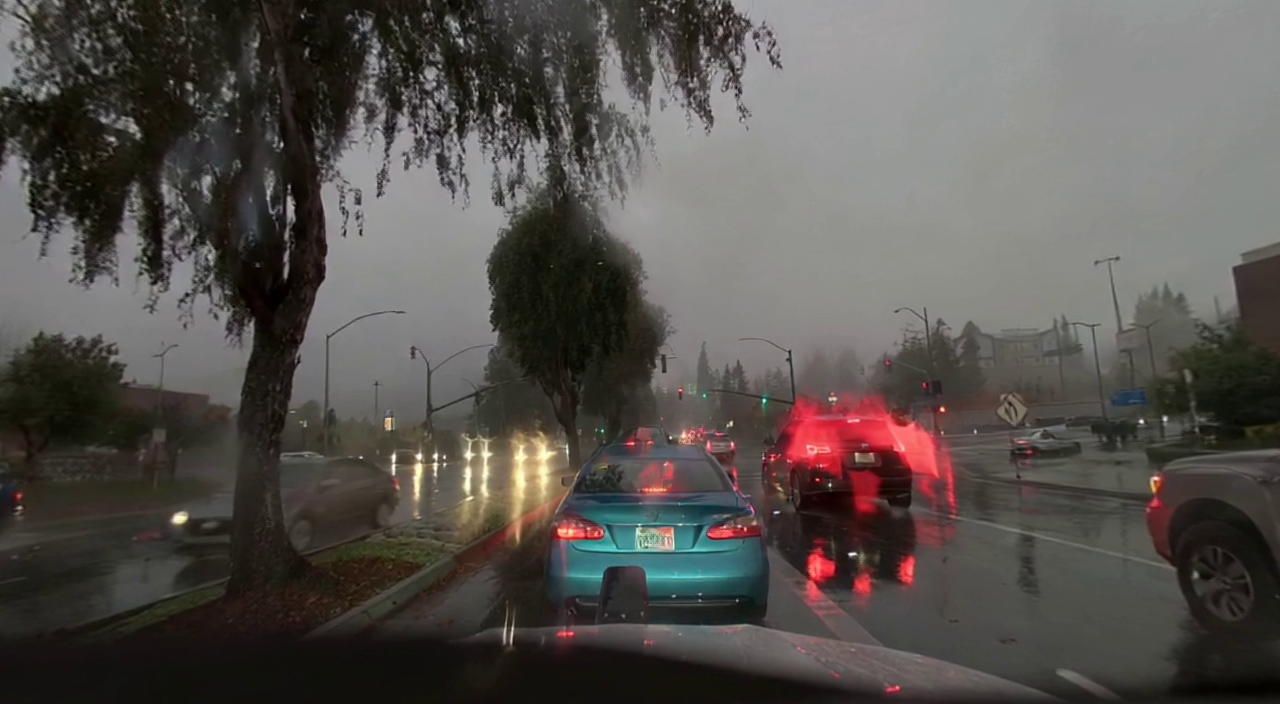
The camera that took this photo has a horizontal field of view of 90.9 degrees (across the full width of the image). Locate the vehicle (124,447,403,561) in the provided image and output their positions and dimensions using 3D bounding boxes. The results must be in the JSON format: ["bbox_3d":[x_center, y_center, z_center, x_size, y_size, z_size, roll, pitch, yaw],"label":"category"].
[{"bbox_3d":[-6.026,2.423,10.959,2.005,1.503,4.559,-1,-8,1],"label":"vehicle"}]

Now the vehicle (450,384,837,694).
[{"bbox_3d":[-0.014,1.310,5.522,2.116,1.677,3.948,0,-8,-1],"label":"vehicle"}]

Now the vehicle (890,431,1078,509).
[{"bbox_3d":[7.590,2.617,14.530,1.856,1.487,4.454,-1,-8,1],"label":"vehicle"}]

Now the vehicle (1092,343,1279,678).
[{"bbox_3d":[4.462,0.716,2.453,2.019,1.803,4.634,-1,-8,2],"label":"vehicle"}]

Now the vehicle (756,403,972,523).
[{"bbox_3d":[4.169,2.213,13.117,2.319,1.930,5.651,0,-8,-1],"label":"vehicle"}]
